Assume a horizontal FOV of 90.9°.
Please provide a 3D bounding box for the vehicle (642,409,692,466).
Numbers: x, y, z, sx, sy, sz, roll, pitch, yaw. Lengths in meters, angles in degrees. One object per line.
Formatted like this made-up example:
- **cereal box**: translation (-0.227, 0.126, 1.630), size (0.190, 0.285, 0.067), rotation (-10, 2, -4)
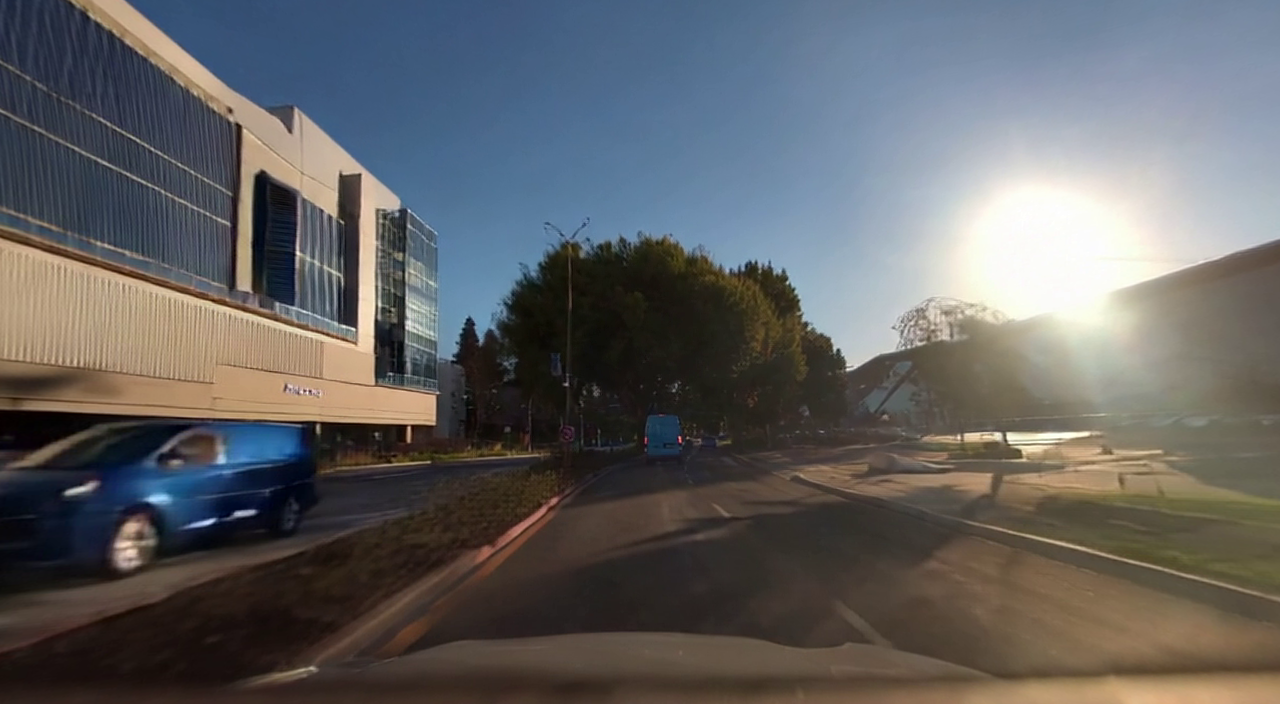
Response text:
- **vehicle**: translation (1.539, 4.577, 33.789), size (2.435, 2.816, 5.232), rotation (-1, -8, 5)

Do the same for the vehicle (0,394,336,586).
- **vehicle**: translation (-5.685, 1.537, 7.631), size (1.935, 1.633, 4.247), rotation (-1, -9, -1)
